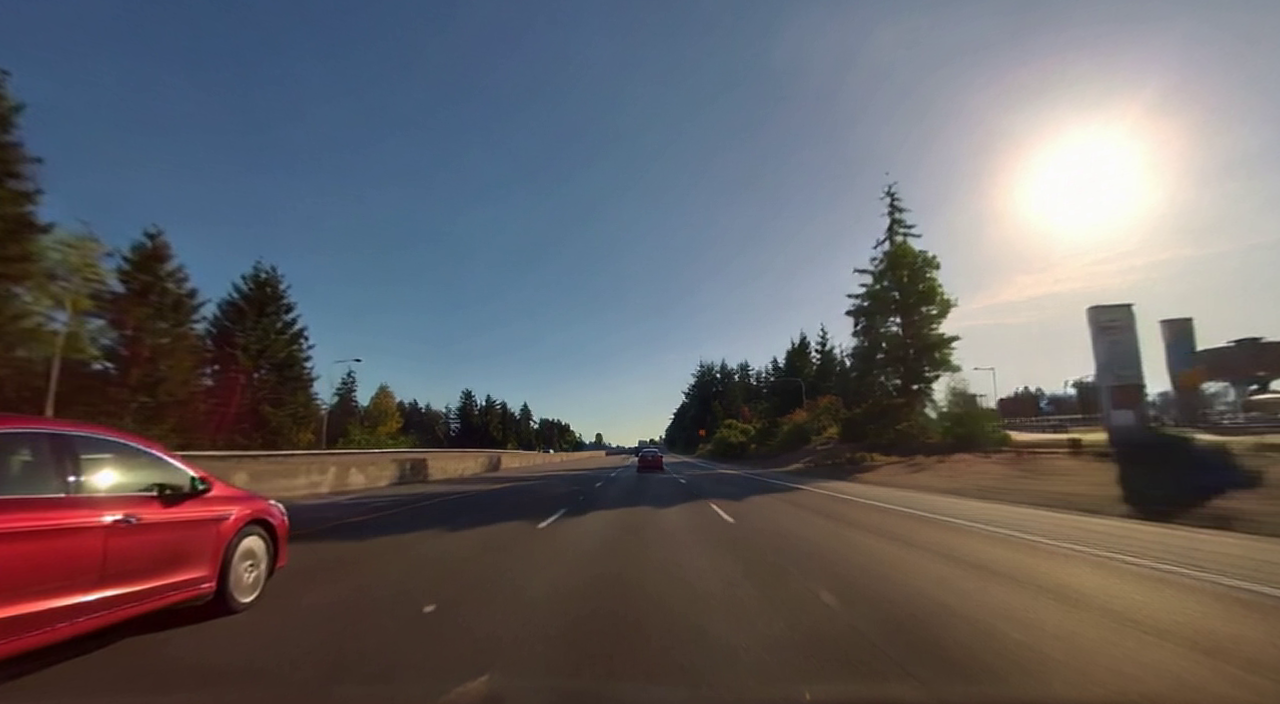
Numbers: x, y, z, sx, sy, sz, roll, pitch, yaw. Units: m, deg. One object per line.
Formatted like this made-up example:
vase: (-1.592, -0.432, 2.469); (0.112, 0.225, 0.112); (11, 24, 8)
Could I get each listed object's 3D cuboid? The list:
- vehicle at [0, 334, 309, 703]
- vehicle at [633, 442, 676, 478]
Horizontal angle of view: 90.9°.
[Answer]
vehicle: (-3.875, 0.859, 2.893); (2.139, 1.804, 4.611); (0, -9, 1)
vehicle: (0.705, 5.571, 32.732); (2.087, 1.682, 4.388); (0, -9, 0)
